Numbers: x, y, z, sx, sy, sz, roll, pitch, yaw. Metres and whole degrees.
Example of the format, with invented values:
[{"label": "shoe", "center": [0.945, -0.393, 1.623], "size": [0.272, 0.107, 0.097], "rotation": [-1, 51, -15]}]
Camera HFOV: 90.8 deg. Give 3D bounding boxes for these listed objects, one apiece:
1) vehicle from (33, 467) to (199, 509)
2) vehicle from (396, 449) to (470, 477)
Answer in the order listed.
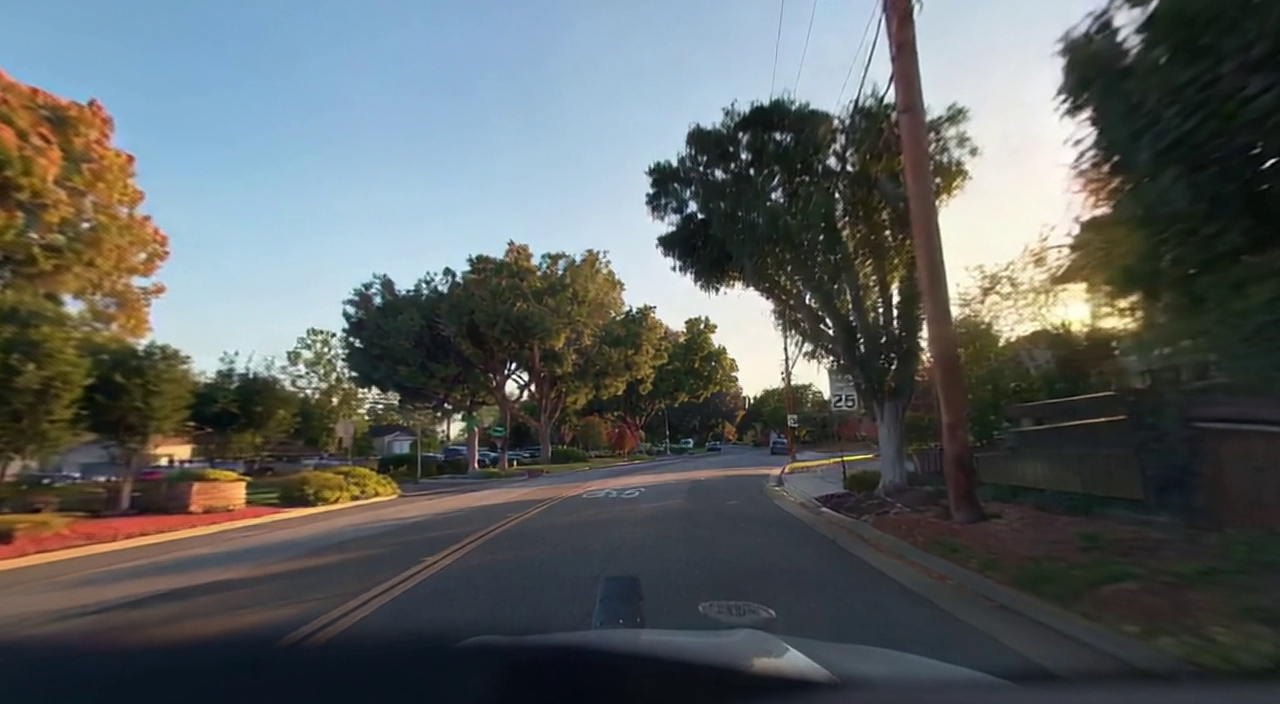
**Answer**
[{"label": "vehicle", "center": [-22.044, 5.712, 26.870], "size": [4.943, 1.493, 2.036], "rotation": [3, -9, -21]}, {"label": "vehicle", "center": [-14.206, 7.586, 43.312], "size": [4.675, 1.442, 1.906], "rotation": [-1, -7, -20]}]
